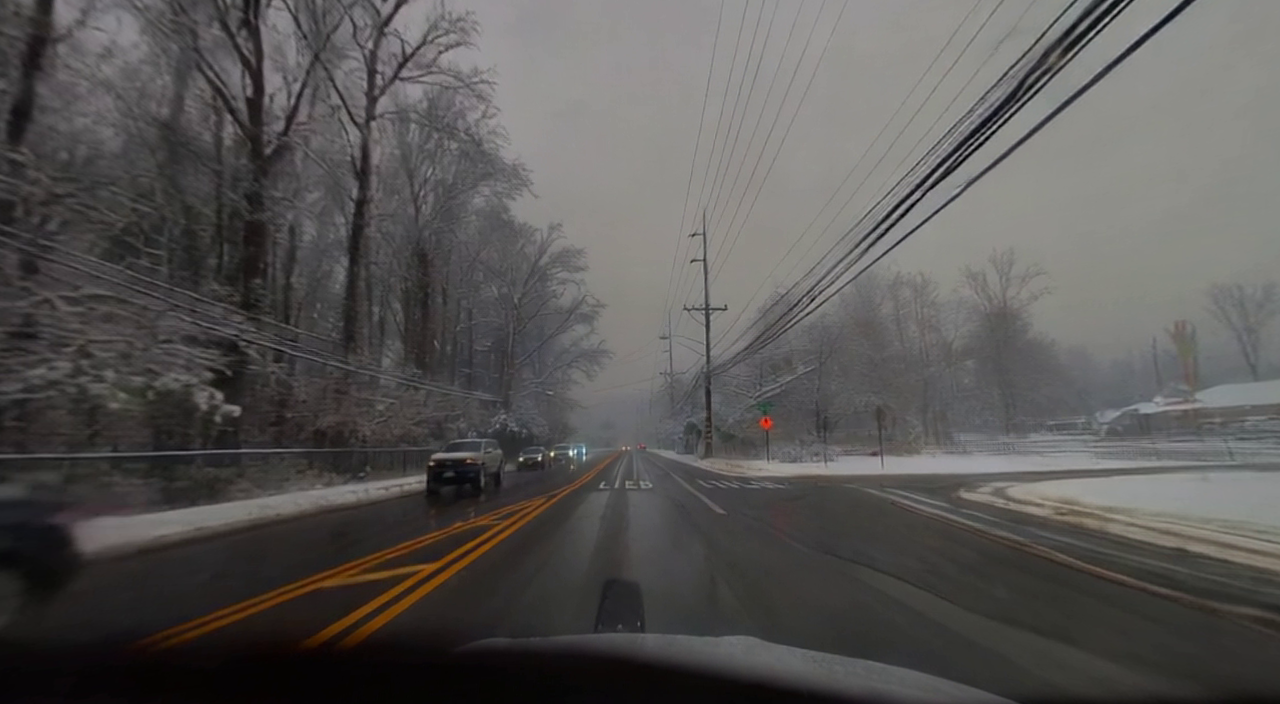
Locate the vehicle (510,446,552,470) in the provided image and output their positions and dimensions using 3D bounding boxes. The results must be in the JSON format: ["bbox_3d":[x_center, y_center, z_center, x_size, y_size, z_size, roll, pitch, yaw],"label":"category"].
[{"bbox_3d":[-7.237,7.058,42.348,2.056,1.516,4.386,0,-9,0],"label":"vehicle"}]

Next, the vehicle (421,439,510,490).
[{"bbox_3d":[-6.396,4.169,23.800,2.157,1.711,4.460,0,-9,-1],"label":"vehicle"}]

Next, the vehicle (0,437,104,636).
[{"bbox_3d":[-5.789,1.171,3.317,2.043,1.484,4.532,0,-9,-2],"label":"vehicle"}]
